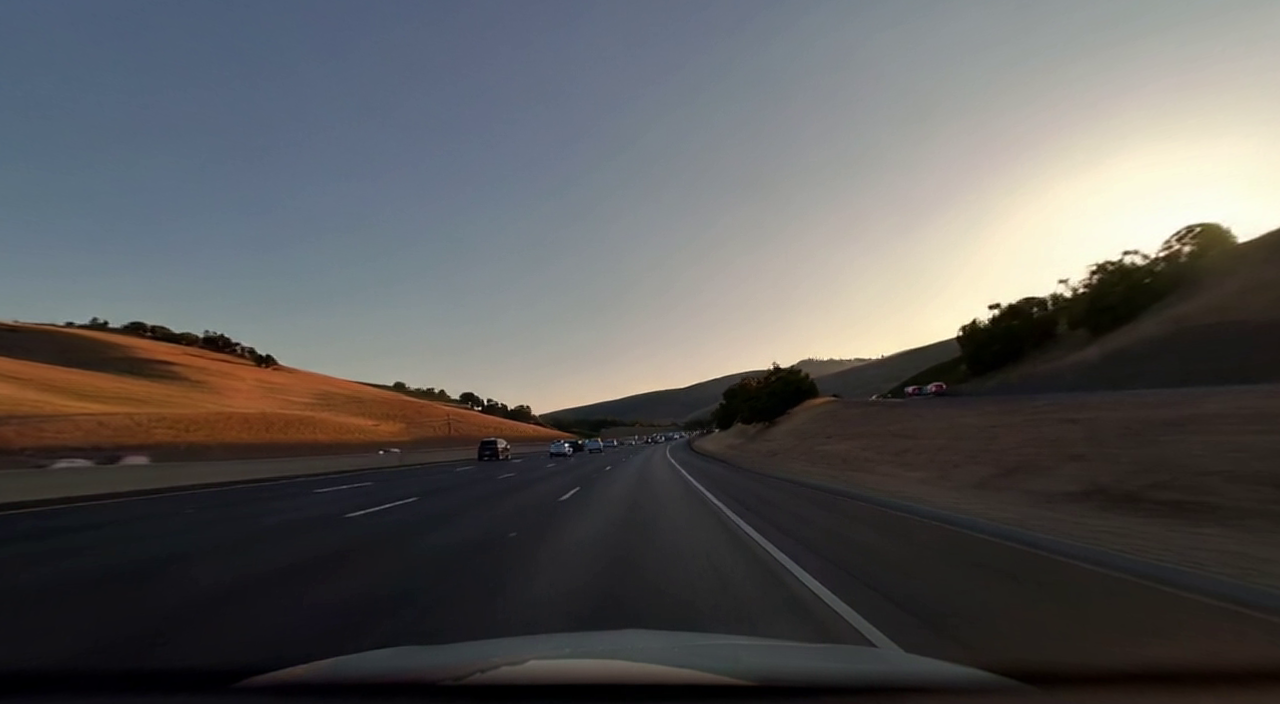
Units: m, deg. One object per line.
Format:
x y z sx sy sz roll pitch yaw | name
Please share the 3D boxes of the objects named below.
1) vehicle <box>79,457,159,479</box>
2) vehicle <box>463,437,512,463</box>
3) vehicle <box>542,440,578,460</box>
-39.598 8.843 48.107 1.958 1.485 4.791 0 -9 2 | vehicle
-10.377 6.718 43.182 2.122 1.695 4.437 0 -9 2 | vehicle
-6.247 7.699 49.595 2.107 1.484 4.449 0 -9 2 | vehicle
